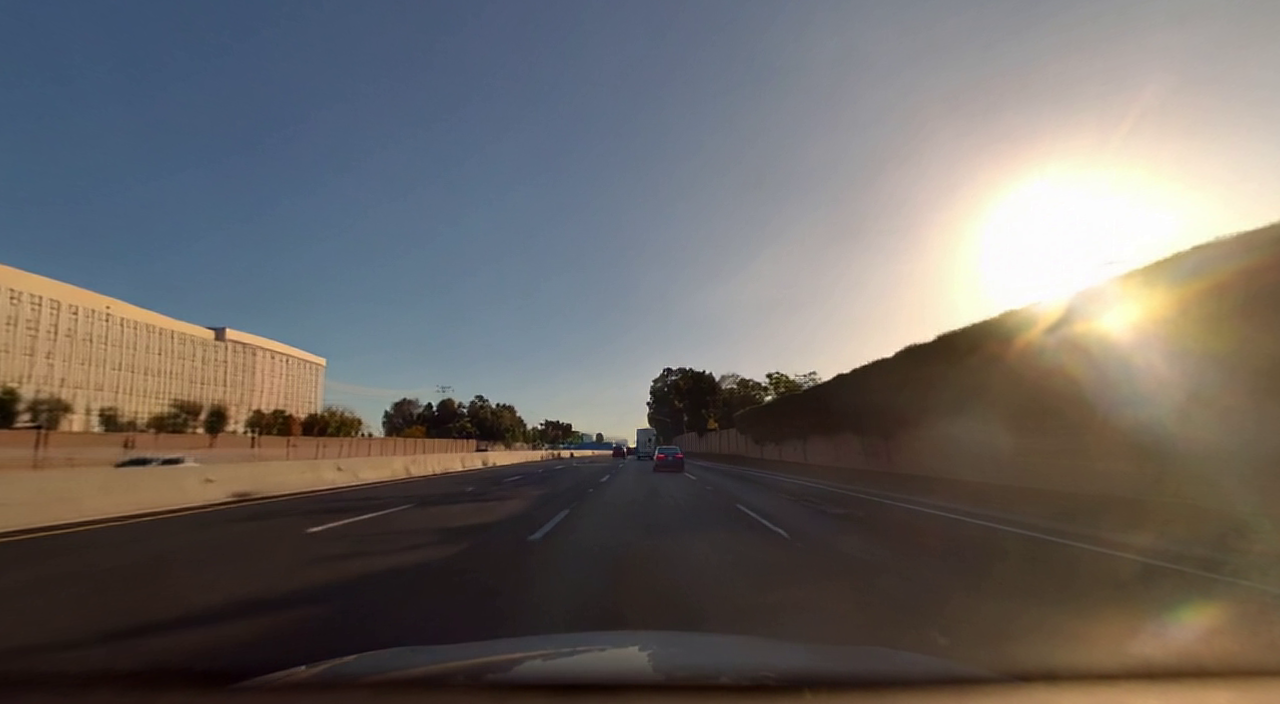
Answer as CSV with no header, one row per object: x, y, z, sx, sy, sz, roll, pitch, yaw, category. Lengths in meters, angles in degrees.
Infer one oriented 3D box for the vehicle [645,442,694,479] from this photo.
1.282,4.952,28.959,1.973,1.536,4.337,0,-9,-1,vehicle
